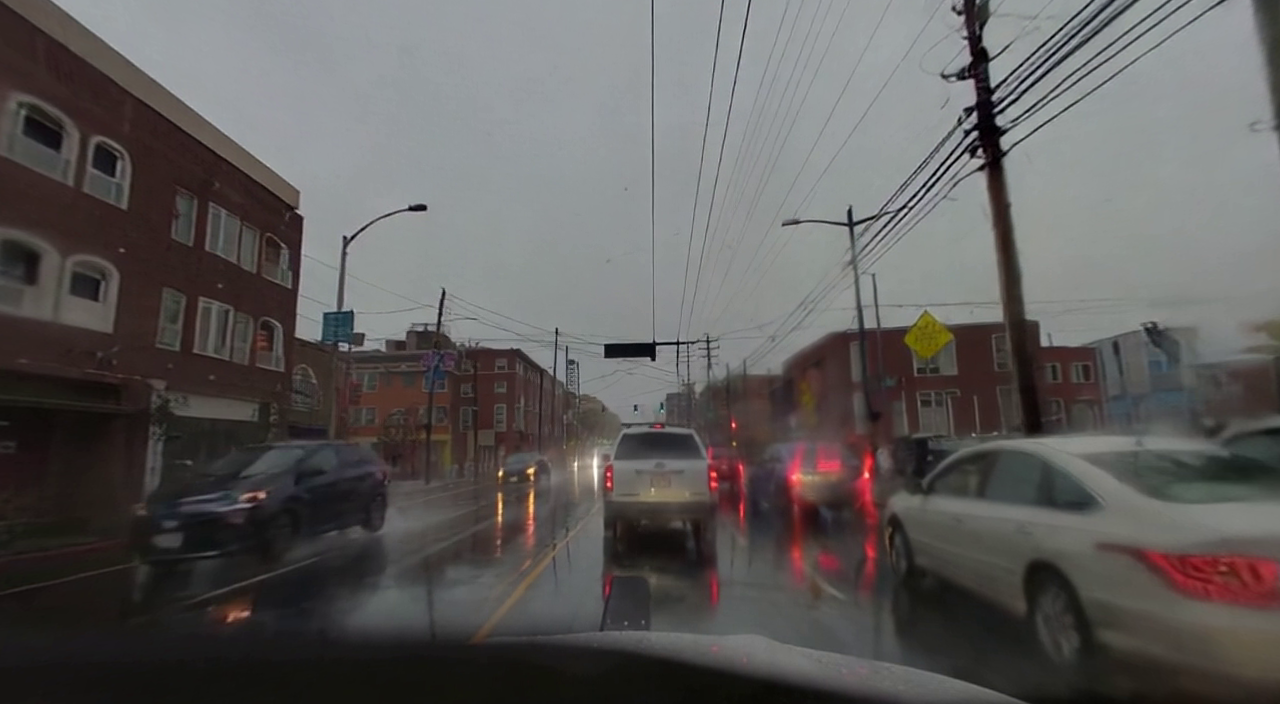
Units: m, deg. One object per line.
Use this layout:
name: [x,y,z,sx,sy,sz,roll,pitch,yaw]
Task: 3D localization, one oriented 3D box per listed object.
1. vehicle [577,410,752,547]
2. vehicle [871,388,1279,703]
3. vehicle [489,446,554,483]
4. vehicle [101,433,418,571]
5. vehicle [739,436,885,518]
vehicle: [0.310,1.917,10.153,2.232,1.736,4.036,0,-8,0]
vehicle: [3.382,1.226,4.571,1.906,1.578,4.020,0,-8,1]
vehicle: [-5.374,5.167,29.204,2.014,1.538,4.275,-1,-8,2]
vehicle: [-5.599,2.227,10.270,2.215,1.703,4.614,0,-8,1]
vehicle: [3.437,2.578,13.521,1.970,1.452,4.227,0,-8,1]
